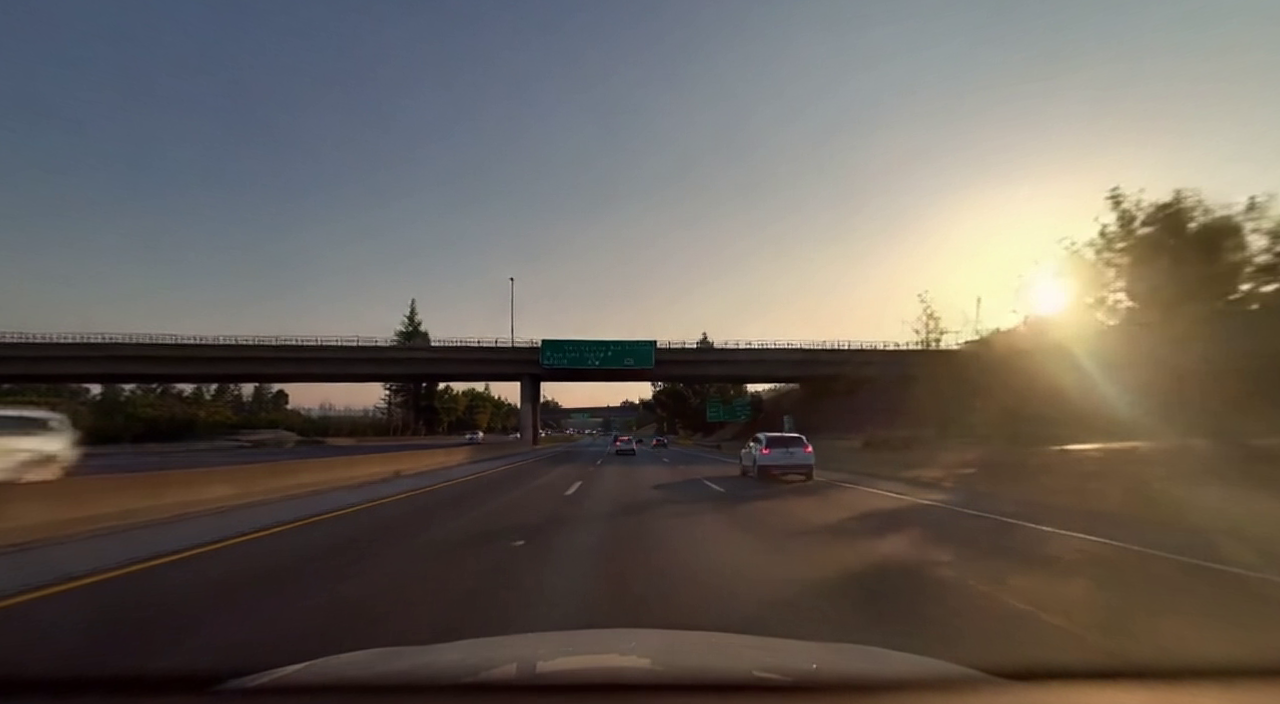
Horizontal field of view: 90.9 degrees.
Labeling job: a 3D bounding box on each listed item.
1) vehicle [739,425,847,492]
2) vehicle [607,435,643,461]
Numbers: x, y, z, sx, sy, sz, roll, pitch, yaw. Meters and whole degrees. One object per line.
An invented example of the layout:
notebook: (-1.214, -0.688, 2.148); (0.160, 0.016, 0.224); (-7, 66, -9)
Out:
vehicle: (4.009, 2.846, 17.188); (1.892, 1.600, 3.782); (1, -8, -2)
vehicle: (-0.894, 5.599, 37.056); (1.987, 1.440, 3.565); (1, -8, -2)
